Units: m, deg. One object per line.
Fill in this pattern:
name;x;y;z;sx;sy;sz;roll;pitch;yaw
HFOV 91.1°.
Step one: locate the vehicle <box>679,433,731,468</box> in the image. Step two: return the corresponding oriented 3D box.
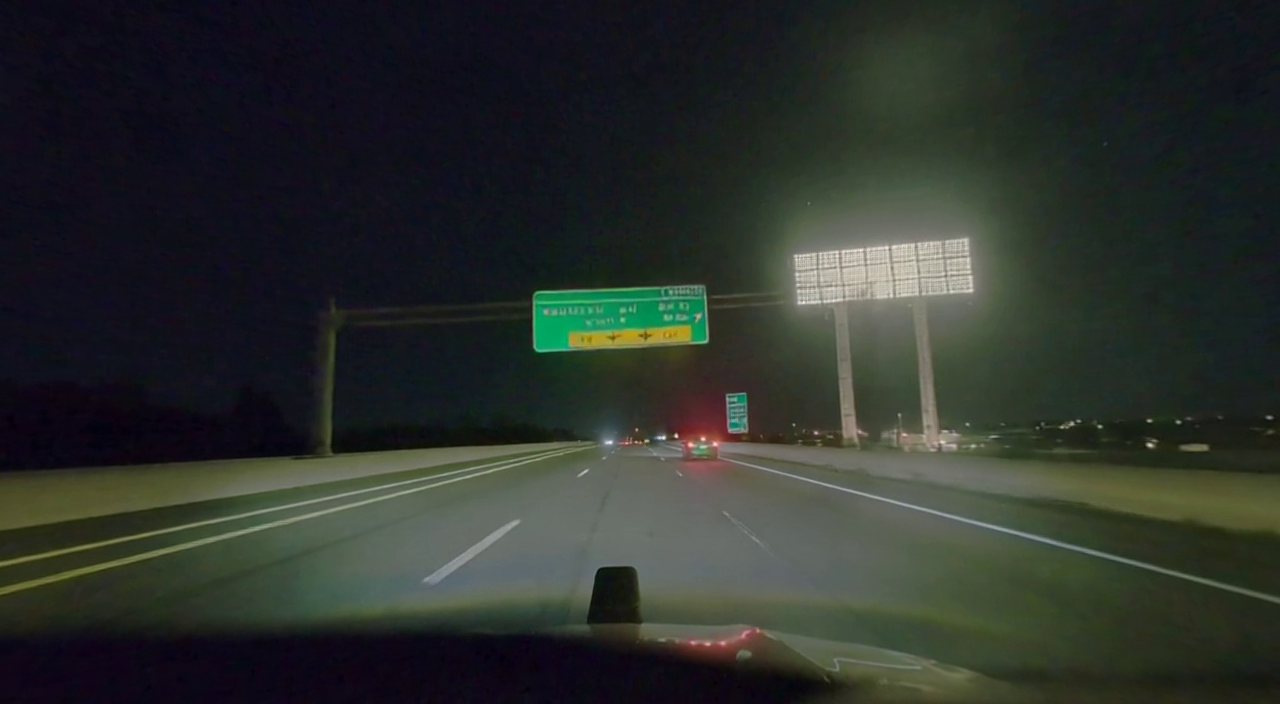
vehicle;2.953;4.557;29.309;1.946;1.481;3.969;0;-8;-1
